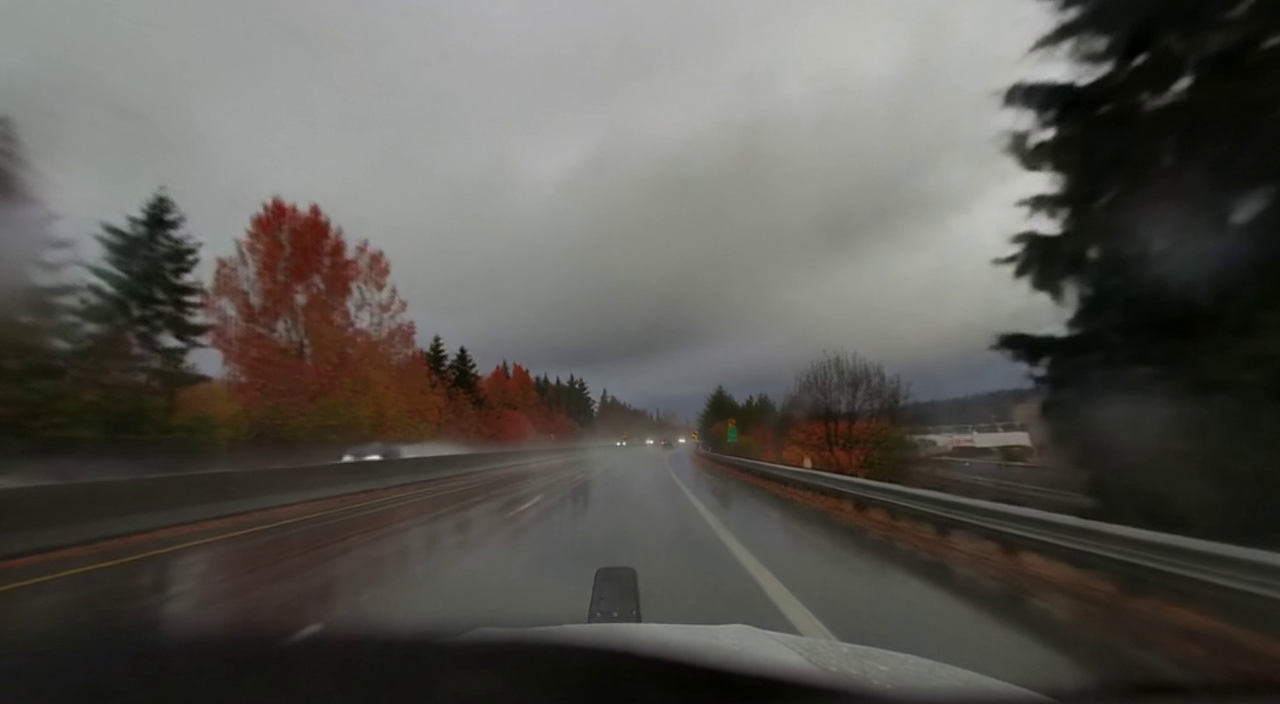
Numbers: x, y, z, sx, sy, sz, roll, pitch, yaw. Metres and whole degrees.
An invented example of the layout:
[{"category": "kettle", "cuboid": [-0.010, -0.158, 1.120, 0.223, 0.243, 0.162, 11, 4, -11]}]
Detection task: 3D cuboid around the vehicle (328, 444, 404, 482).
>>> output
[{"category": "vehicle", "cuboid": [-13.996, 5.654, 32.446, 1.820, 1.755, 4.457, -1, -8, 1]}]
